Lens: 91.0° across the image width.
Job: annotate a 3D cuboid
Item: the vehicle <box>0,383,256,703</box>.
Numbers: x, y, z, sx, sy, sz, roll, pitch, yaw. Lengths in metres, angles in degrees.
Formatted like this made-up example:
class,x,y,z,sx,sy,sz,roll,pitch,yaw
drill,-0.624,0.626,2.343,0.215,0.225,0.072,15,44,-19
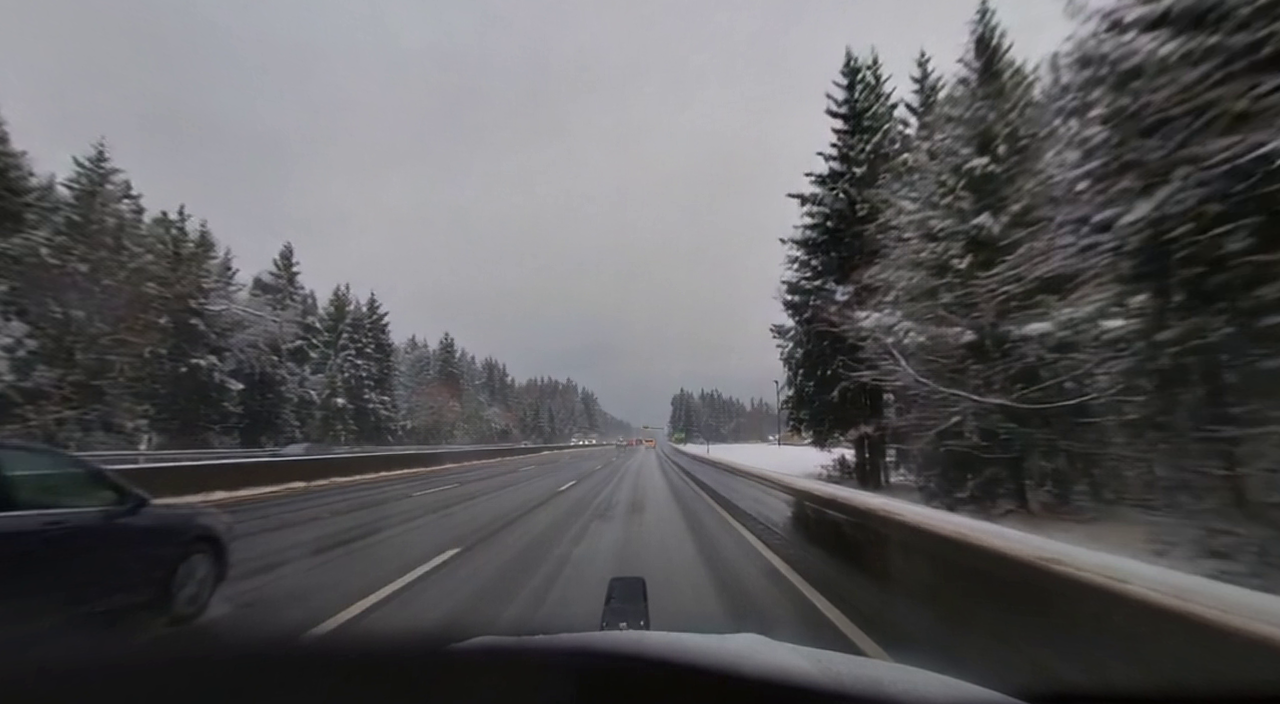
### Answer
class,x,y,z,sx,sy,sz,roll,pitch,yaw
vehicle,-4.273,0.945,2.876,2.123,1.643,4.479,0,-8,1

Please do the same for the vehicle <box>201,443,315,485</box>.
class,x,y,z,sx,sy,sz,roll,pitch,yaw
vehicle,-15.369,4.493,25.622,1.927,1.519,4.301,0,-8,0
